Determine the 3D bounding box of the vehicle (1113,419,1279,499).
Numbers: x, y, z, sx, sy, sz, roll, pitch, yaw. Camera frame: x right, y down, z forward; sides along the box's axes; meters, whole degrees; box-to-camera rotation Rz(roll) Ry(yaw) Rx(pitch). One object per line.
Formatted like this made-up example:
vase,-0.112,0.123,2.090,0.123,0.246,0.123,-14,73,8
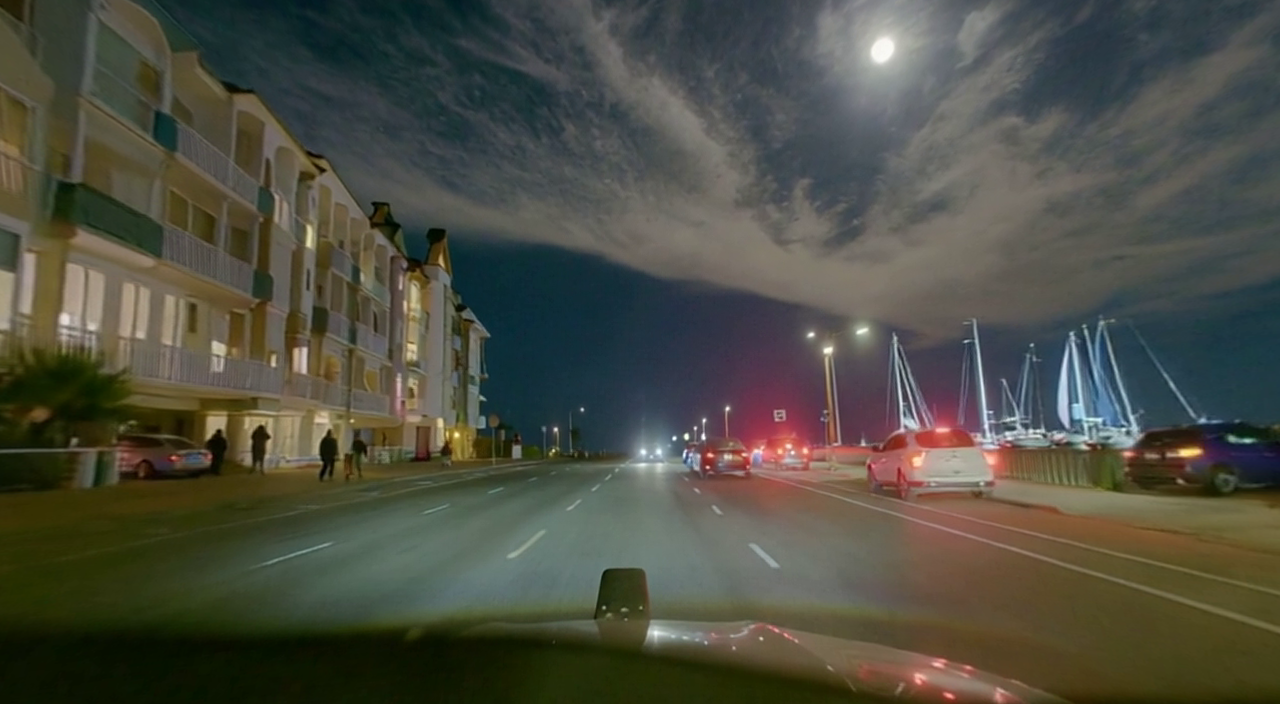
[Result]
vehicle,14.551,2.554,15.386,4.406,1.783,2.020,0,-8,-3

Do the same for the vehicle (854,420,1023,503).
vehicle,7.867,2.947,17.331,2.056,1.896,5.062,0,-9,-1

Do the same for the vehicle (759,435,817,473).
vehicle,7.908,5.506,34.196,1.969,1.852,4.514,0,-9,-1

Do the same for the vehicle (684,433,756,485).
vehicle,2.749,3.770,22.471,2.047,1.640,4.051,0,-9,0

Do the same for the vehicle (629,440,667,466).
vehicle,0.493,6.422,40.204,2.284,1.496,3.949,0,-9,1

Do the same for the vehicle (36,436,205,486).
vehicle,-18.055,3.797,22.274,1.840,1.522,4.695,-1,-9,2
